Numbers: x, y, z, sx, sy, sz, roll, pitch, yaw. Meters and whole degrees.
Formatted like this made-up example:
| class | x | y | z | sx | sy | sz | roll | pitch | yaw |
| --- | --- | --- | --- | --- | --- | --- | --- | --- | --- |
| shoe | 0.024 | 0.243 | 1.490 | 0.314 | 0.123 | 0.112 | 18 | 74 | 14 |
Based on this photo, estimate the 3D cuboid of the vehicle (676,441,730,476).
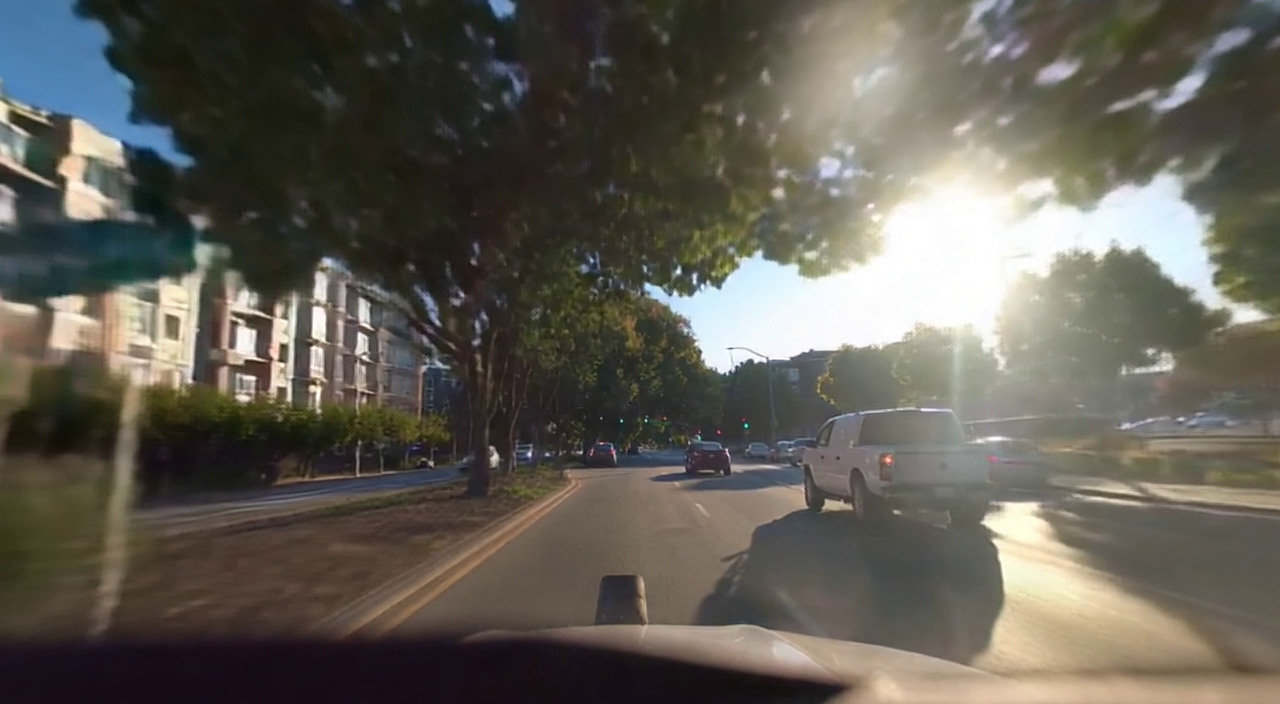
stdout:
| class | x | y | z | sx | sy | sz | roll | pitch | yaw |
| --- | --- | --- | --- | --- | --- | --- | --- | --- | --- |
| vehicle | 2.817 | 4.899 | 29.260 | 2.003 | 1.480 | 4.494 | 0 | -9 | -1 |

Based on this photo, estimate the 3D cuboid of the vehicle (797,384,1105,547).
| class | x | y | z | sx | sy | sz | roll | pitch | yaw |
| --- | --- | --- | --- | --- | --- | --- | --- | --- | --- |
| vehicle | 4.604 | 1.844 | 10.847 | 2.427 | 2.017 | 5.763 | 0 | -9 | 1 |

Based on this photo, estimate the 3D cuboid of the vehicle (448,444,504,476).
| class | x | y | z | sx | sy | sz | roll | pitch | yaw |
| --- | --- | --- | --- | --- | --- | --- | --- | --- | --- |
| vehicle | -9.118 | 6.036 | 35.518 | 1.941 | 1.639 | 4.293 | 0 | -9 | 1 |

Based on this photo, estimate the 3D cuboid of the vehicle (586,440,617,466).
| class | x | y | z | sx | sy | sz | roll | pitch | yaw |
| --- | --- | --- | --- | --- | --- | --- | --- | --- | --- |
| vehicle | -2.698 | 7.035 | 44.056 | 2.065 | 1.716 | 4.265 | 1 | -9 | -4 |
